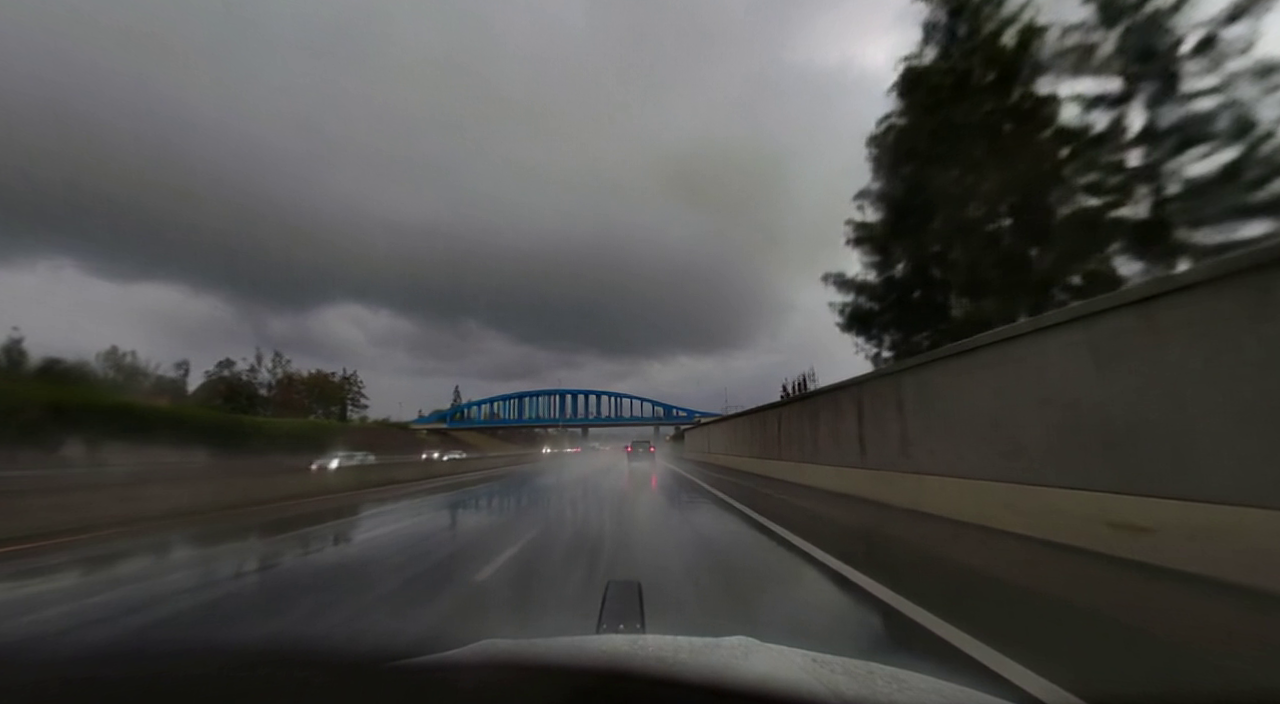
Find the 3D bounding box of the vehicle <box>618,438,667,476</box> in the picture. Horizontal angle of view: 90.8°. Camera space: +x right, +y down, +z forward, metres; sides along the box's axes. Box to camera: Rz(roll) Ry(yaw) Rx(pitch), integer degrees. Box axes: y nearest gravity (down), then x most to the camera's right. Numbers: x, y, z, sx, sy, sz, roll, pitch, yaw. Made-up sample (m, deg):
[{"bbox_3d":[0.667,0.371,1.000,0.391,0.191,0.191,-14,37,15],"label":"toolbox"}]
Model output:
[{"bbox_3d":[0.081,5.230,31.507,2.299,1.716,4.579,0,-9,-1],"label":"vehicle"}]
